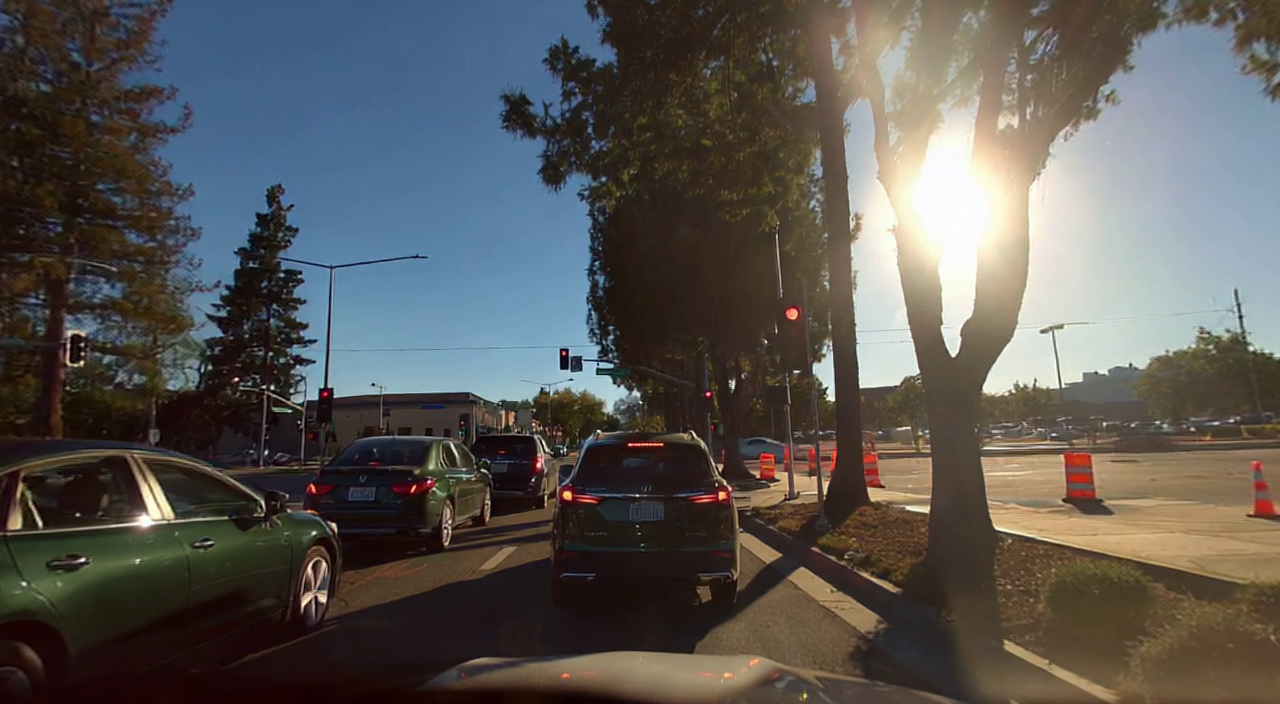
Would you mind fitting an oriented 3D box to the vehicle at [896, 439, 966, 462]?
[{"bbox_3d":[23.046,7.816,49.969,4.672,1.676,1.867,1,-9,-1],"label":"vehicle"}]

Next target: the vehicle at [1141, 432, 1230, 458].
[{"bbox_3d":[35.353,6.025,40.872,4.051,1.583,1.794,0,-9,1],"label":"vehicle"}]

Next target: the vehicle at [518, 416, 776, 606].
[{"bbox_3d":[0.103,1.617,7.215,2.167,1.560,3.676,0,-9,1],"label":"vehicle"}]

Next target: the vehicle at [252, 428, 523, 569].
[{"bbox_3d":[-3.280,1.996,9.446,1.989,1.541,4.626,0,-9,2],"label":"vehicle"}]

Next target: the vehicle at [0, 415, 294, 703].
[{"bbox_3d":[-3.594,0.943,2.149,2.064,1.497,4.722,0,-9,1],"label":"vehicle"}]
